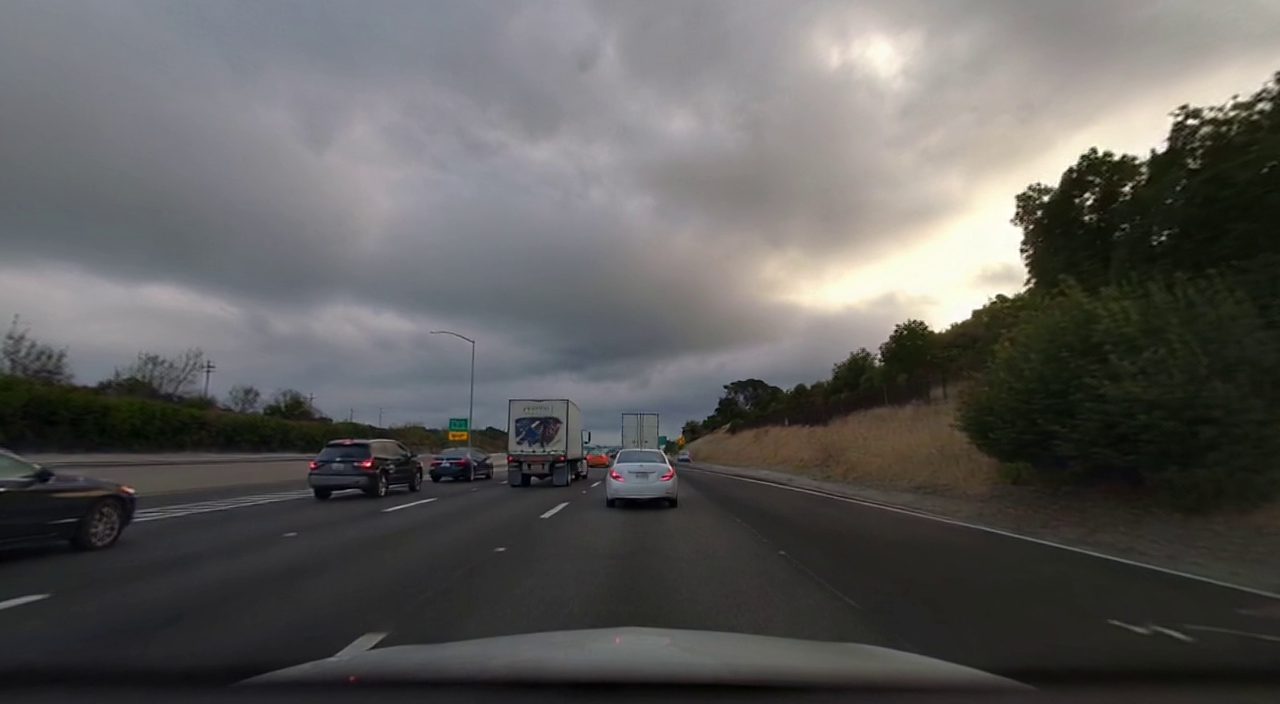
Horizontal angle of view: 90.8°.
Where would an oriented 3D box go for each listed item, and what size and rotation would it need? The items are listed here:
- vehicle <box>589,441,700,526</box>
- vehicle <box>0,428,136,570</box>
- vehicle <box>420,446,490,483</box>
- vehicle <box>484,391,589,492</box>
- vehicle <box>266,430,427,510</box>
[{"bbox_3d":[0.062,2.628,13.073,1.995,1.495,3.380,0,-9,0],"label":"vehicle"},{"bbox_3d":[-7.869,1.508,6.252,1.879,1.521,4.623,-1,-9,1],"label":"vehicle"},{"bbox_3d":[-8.031,4.897,27.733,1.880,1.512,3.758,-1,-9,1],"label":"vehicle"},{"bbox_3d":[-3.747,3.533,24.769,2.812,3.342,7.248,0,-9,1],"label":"vehicle"},{"bbox_3d":[-7.273,2.968,16.241,1.952,1.746,4.332,-1,-9,1],"label":"vehicle"}]
